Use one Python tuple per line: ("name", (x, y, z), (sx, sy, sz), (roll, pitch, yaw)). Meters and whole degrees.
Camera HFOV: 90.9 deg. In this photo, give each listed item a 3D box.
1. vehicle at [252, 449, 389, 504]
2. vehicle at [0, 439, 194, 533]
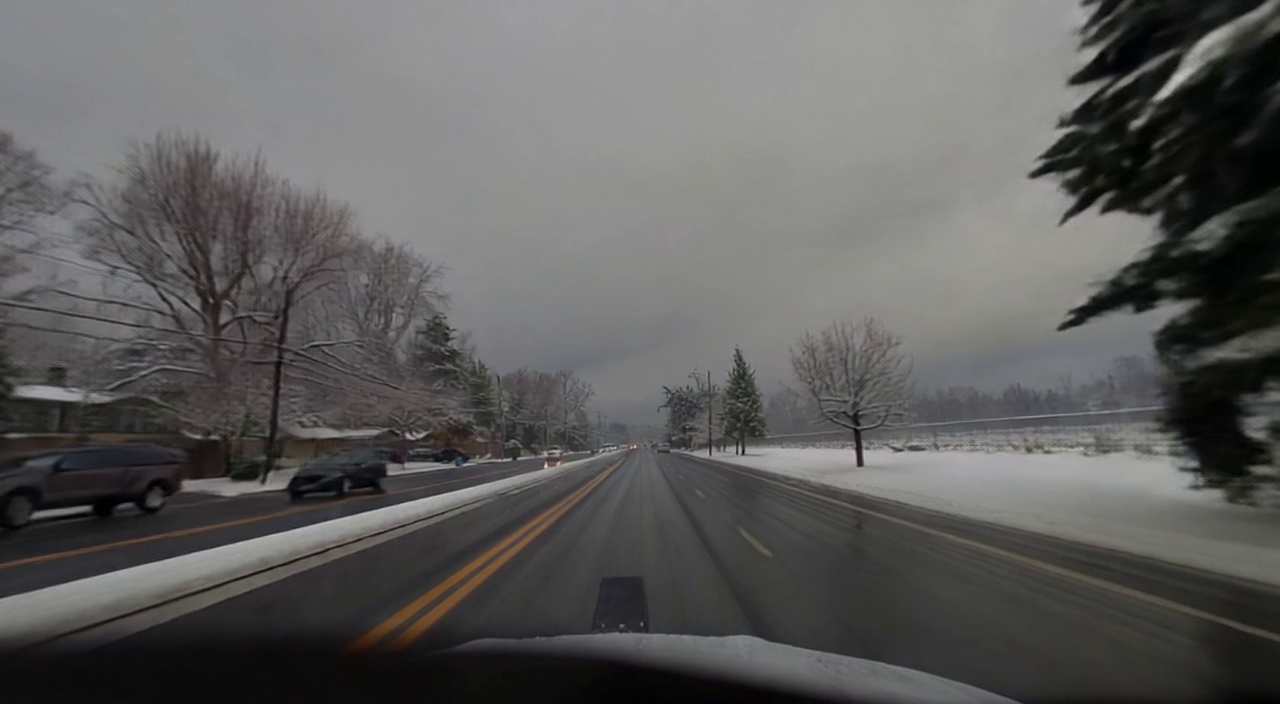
("vehicle", (-9.772, 3.794, 19.765), (1.937, 1.481, 4.467), (0, -9, 1))
("vehicle", (-14.395, 3.256, 15.987), (2.071, 1.899, 5.640), (-4, -8, 0))
